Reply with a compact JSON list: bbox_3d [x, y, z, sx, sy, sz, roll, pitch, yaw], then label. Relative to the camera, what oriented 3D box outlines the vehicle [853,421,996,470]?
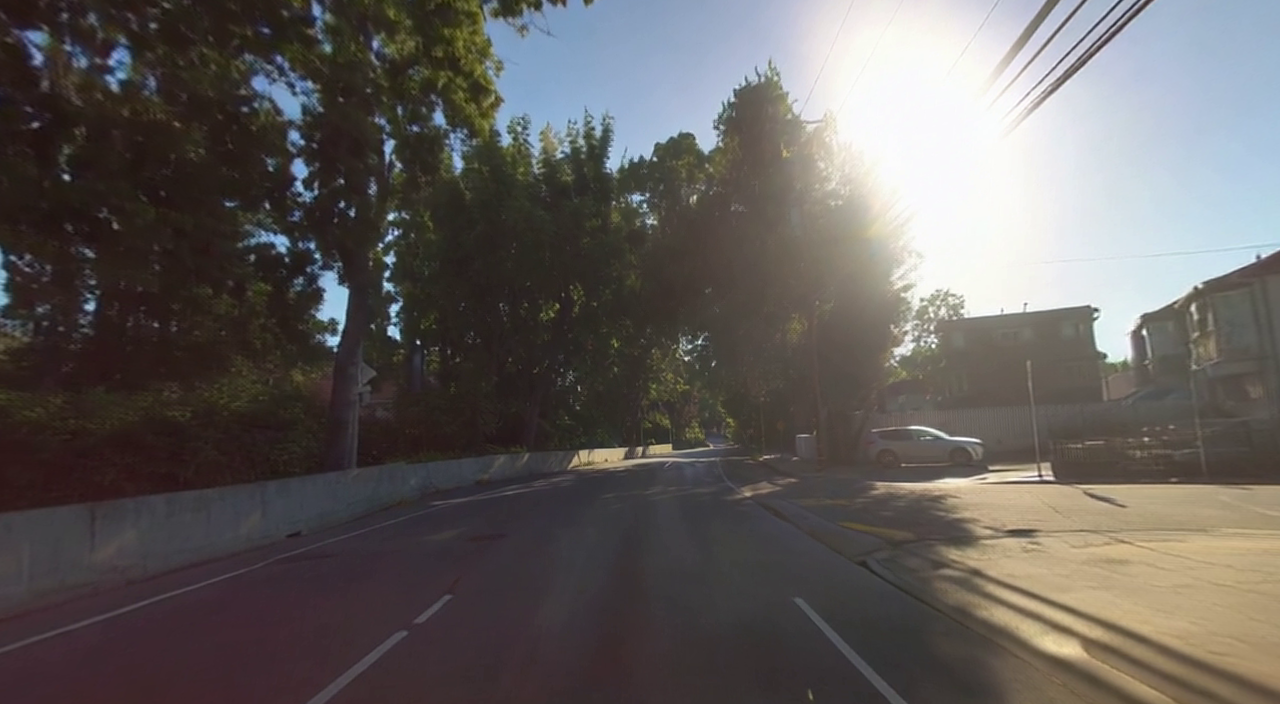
[{"bbox_3d":[10.862,3.600,24.354,4.614,1.764,1.860,0,-8,6],"label":"vehicle"}]
